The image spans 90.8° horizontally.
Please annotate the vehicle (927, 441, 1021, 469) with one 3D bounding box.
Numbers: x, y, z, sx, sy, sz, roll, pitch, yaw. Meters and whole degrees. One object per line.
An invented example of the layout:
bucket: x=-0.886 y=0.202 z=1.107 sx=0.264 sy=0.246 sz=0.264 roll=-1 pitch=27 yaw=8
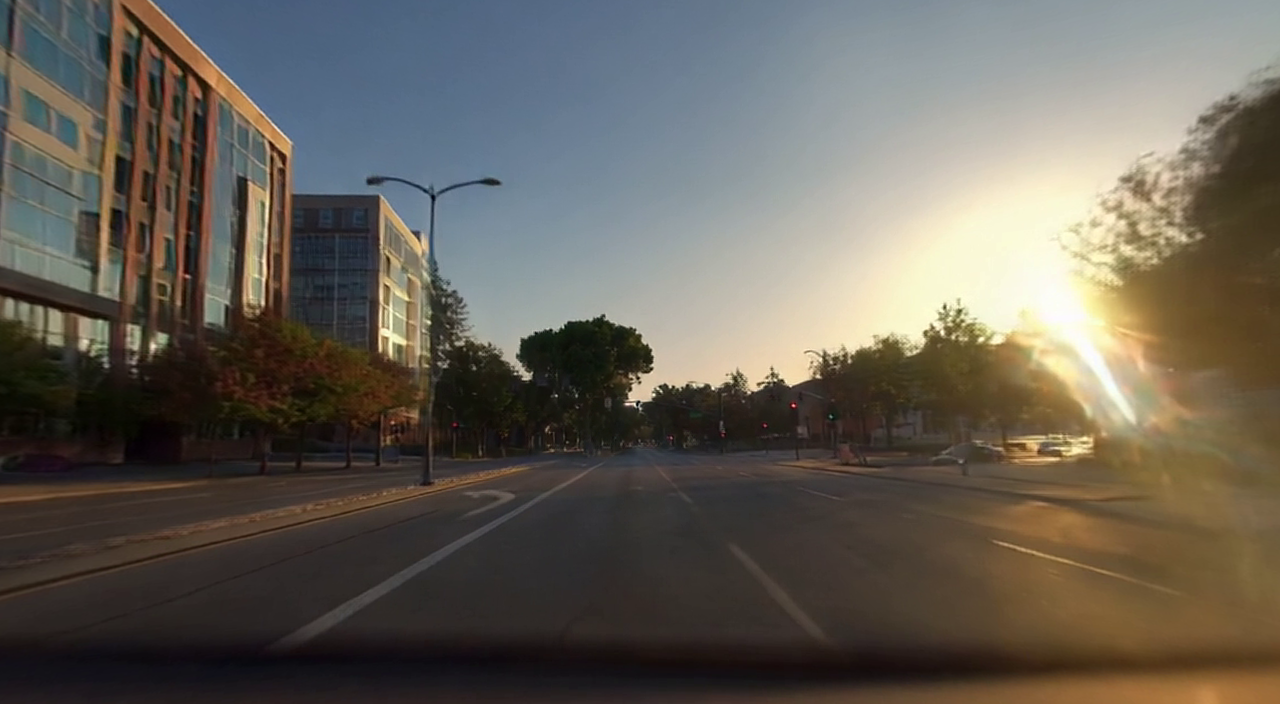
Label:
vehicle: x=19.194 y=5.888 z=36.398 sx=4.376 sy=1.483 sz=1.828 roll=-8 pitch=-12 yaw=44
